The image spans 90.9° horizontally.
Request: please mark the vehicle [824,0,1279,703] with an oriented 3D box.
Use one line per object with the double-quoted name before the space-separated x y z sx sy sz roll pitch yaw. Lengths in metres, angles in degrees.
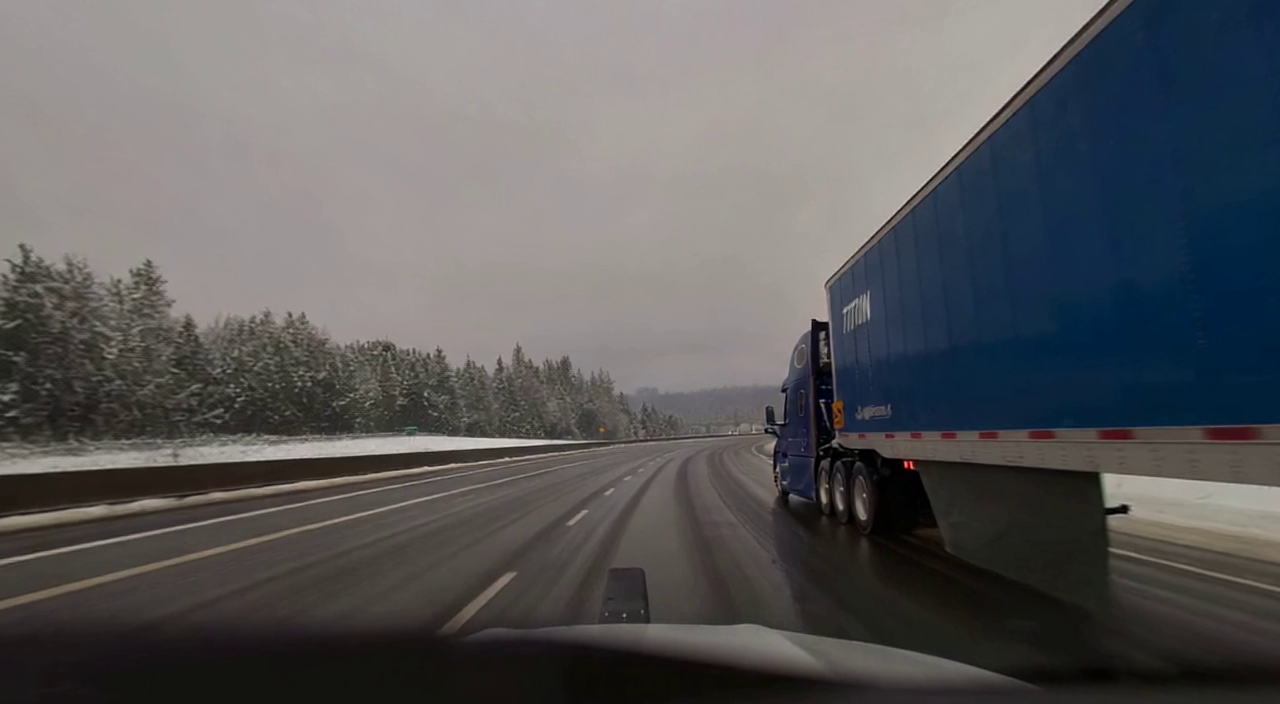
"vehicle" 4.526 -0.051 4.360 2.792 4.056 13.259 0 -8 1
